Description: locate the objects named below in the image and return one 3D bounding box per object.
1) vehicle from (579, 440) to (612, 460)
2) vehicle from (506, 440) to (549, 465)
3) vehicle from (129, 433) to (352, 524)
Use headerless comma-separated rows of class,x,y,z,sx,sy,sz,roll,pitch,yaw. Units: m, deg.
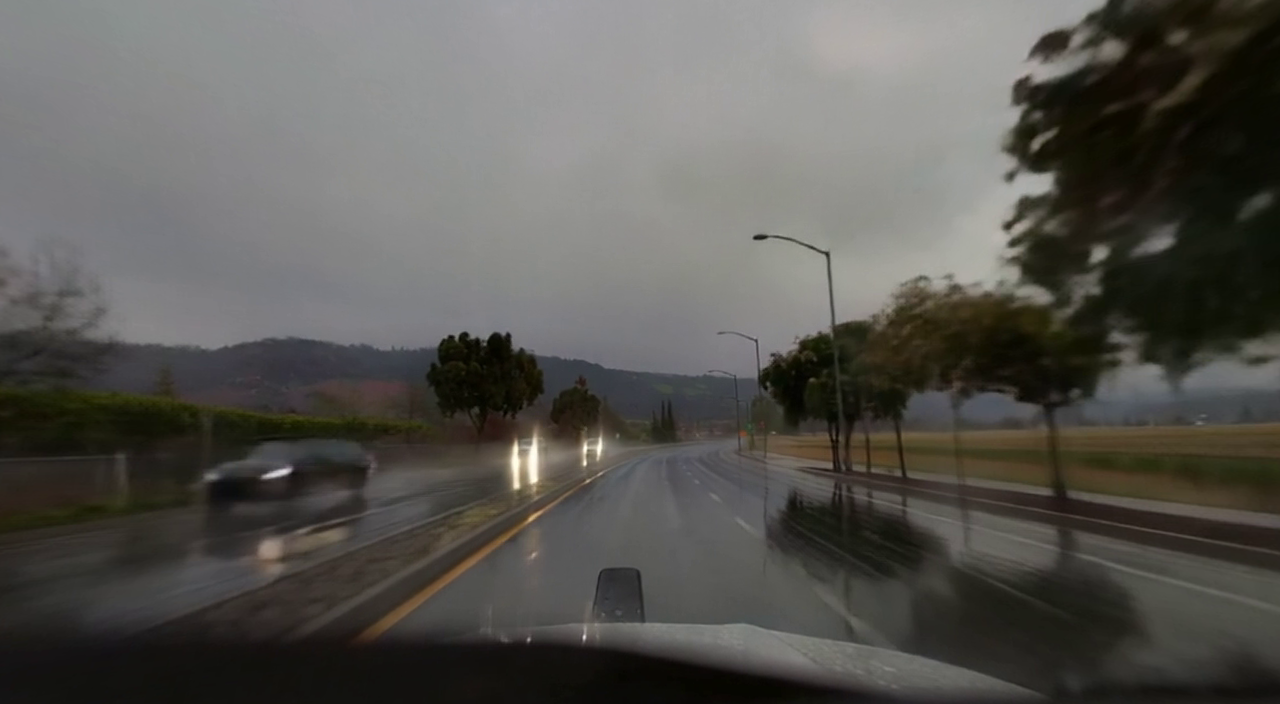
vehicle,-3.403,7.542,48.808,1.989,1.461,4.081,-1,-8,4
vehicle,-7.708,6.921,43.695,1.982,1.671,4.431,0,-8,3
vehicle,-8.469,2.687,14.019,2.058,1.680,4.315,0,-8,1
